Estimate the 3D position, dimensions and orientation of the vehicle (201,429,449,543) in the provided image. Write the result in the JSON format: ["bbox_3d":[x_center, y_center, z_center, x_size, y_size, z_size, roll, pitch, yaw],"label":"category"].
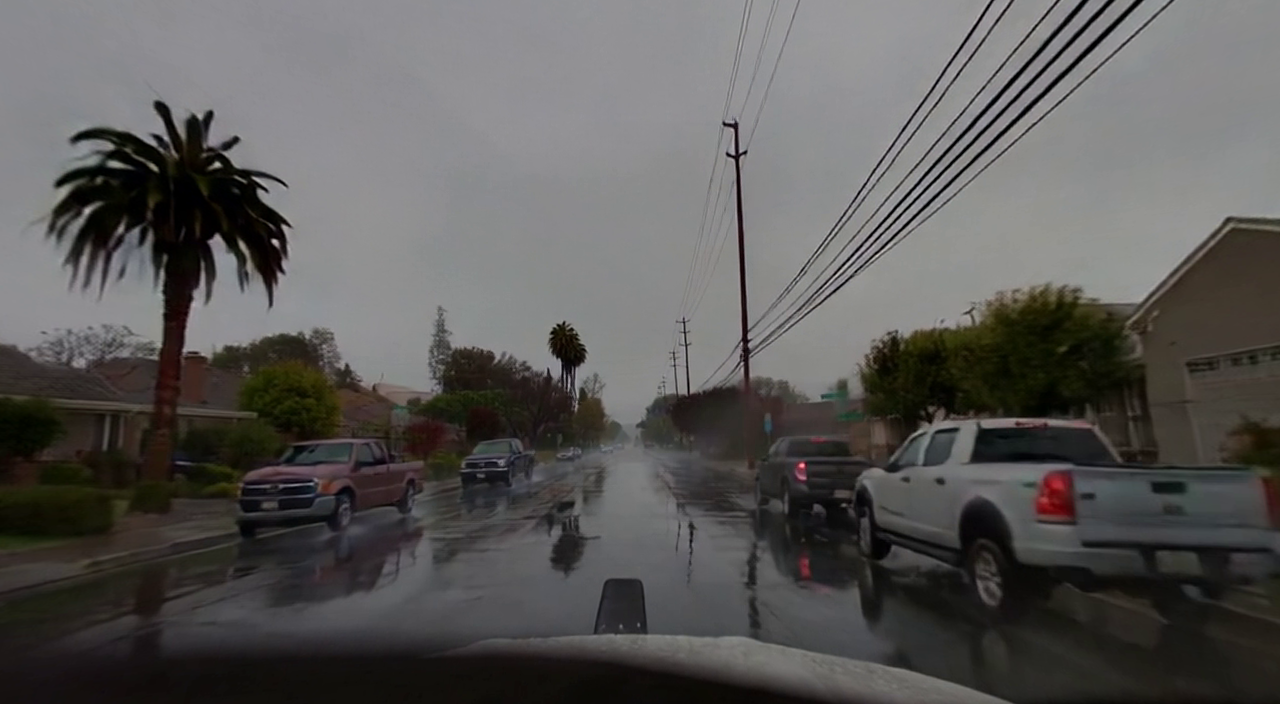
[{"bbox_3d":[-5.711,2.471,12.398,2.226,1.768,4.780,0,-8,2],"label":"vehicle"}]

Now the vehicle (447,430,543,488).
[{"bbox_3d":[-5.660,4.292,25.717,2.455,2.045,6.171,0,-8,0],"label":"vehicle"}]

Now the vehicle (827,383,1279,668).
[{"bbox_3d":[3.550,1.418,6.310,1.979,1.762,4.621,0,-8,1],"label":"vehicle"}]
